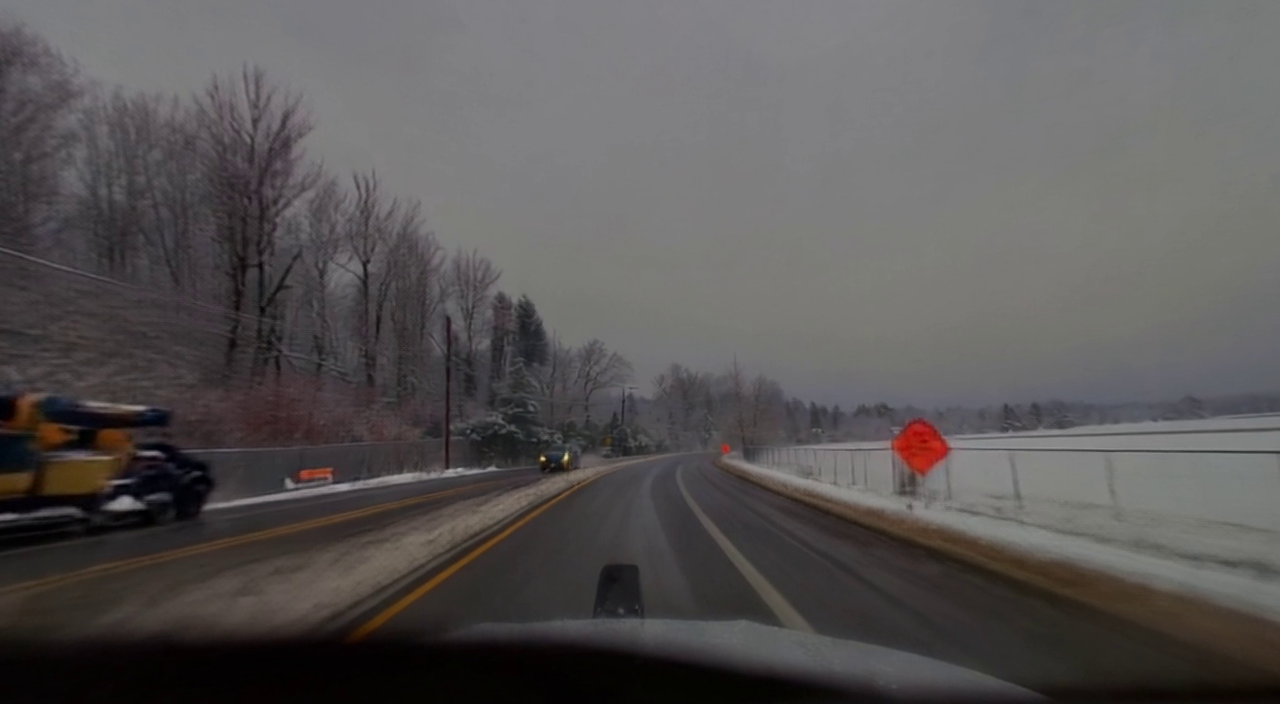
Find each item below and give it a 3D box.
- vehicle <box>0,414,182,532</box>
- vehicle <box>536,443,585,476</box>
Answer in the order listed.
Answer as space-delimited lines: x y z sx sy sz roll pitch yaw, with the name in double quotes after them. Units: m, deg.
-12.237 2.338 12.336 2.244 2.022 6.102 -2 -8 -2 "vehicle"
-3.884 5.345 31.518 1.737 1.525 3.760 -1 -9 4 "vehicle"
